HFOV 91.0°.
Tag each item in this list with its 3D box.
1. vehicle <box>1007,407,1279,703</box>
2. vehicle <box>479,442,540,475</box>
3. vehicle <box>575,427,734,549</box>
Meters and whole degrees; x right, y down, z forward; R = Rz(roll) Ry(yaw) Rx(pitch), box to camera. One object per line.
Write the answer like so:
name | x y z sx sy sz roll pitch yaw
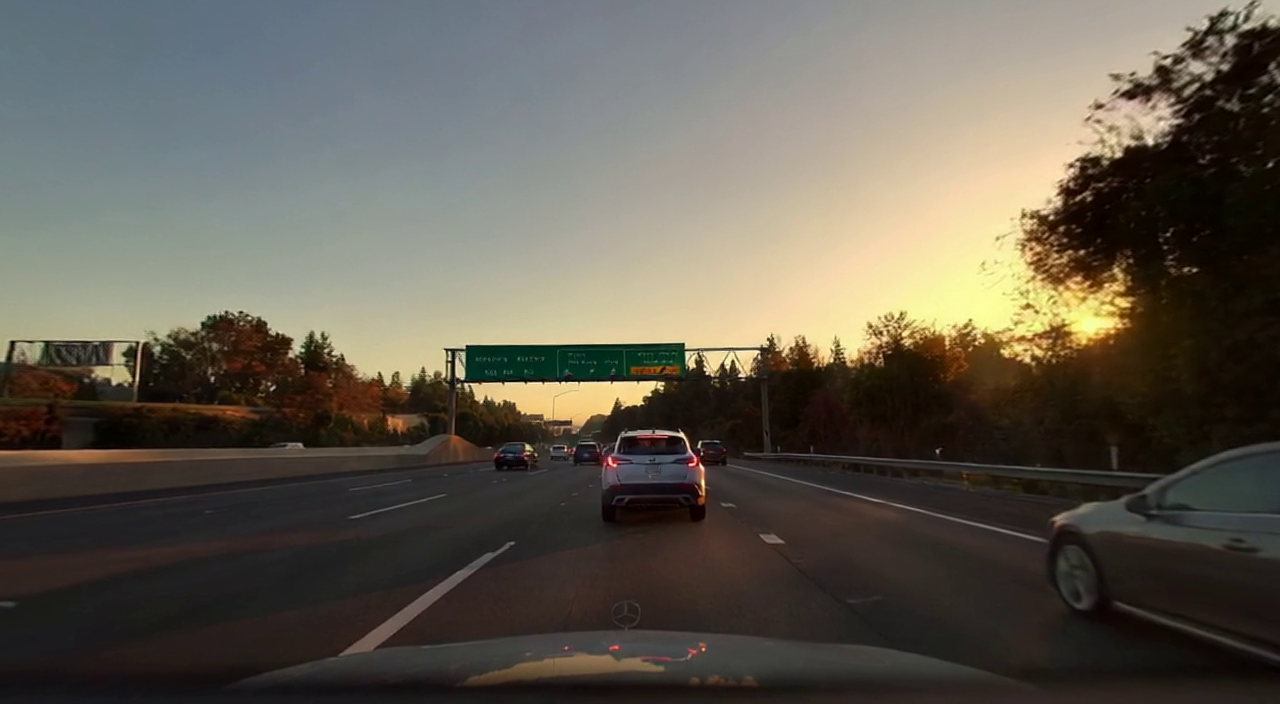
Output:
vehicle | 3.998 0.983 2.737 2.002 1.499 4.710 0 -9 1
vehicle | -6.681 5.508 32.707 2.035 1.558 4.773 0 -9 1
vehicle | 0.187 2.044 10.082 2.044 1.554 3.824 0 -9 0
